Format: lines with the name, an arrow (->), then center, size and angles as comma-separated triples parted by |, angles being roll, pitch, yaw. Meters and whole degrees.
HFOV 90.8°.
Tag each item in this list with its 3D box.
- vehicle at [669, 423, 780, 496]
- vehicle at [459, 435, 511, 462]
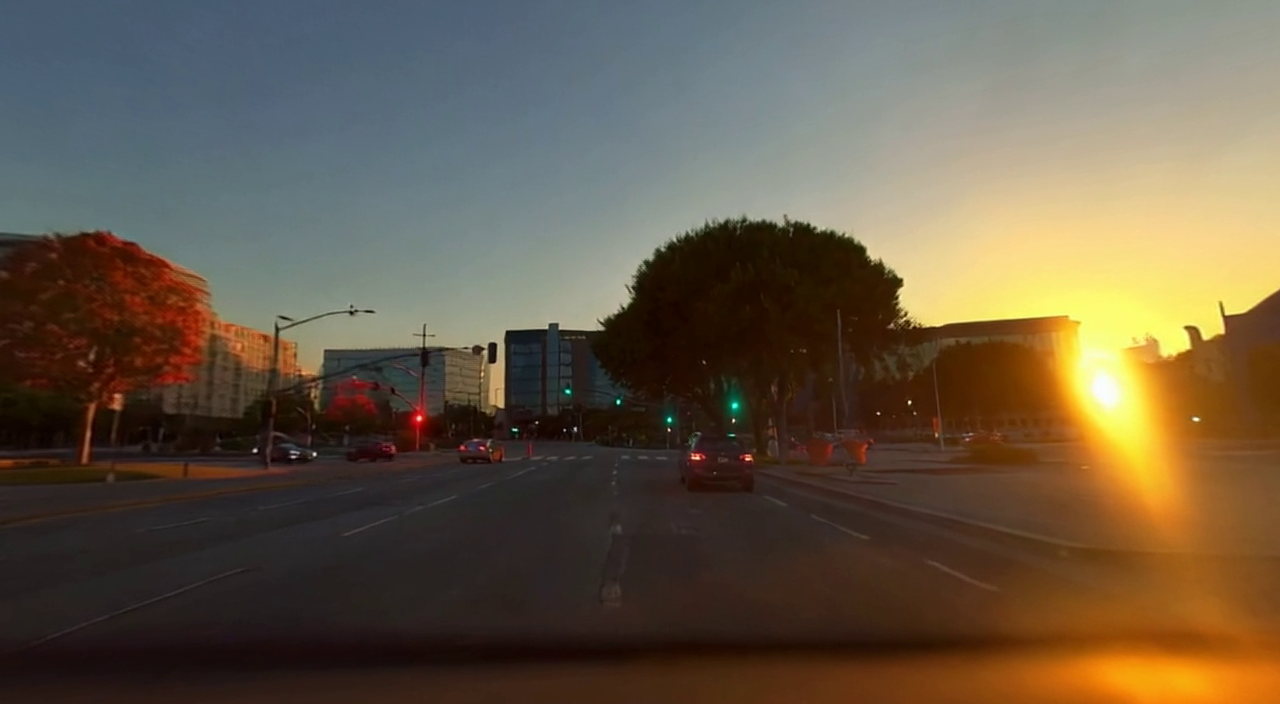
vehicle -> 2.065, 2.806, 16.870 | 2.230, 1.683, 4.204 | 0, -8, -2
vehicle -> -8.934, 5.596, 36.746 | 1.924, 1.458, 4.448 | 0, -8, -1
